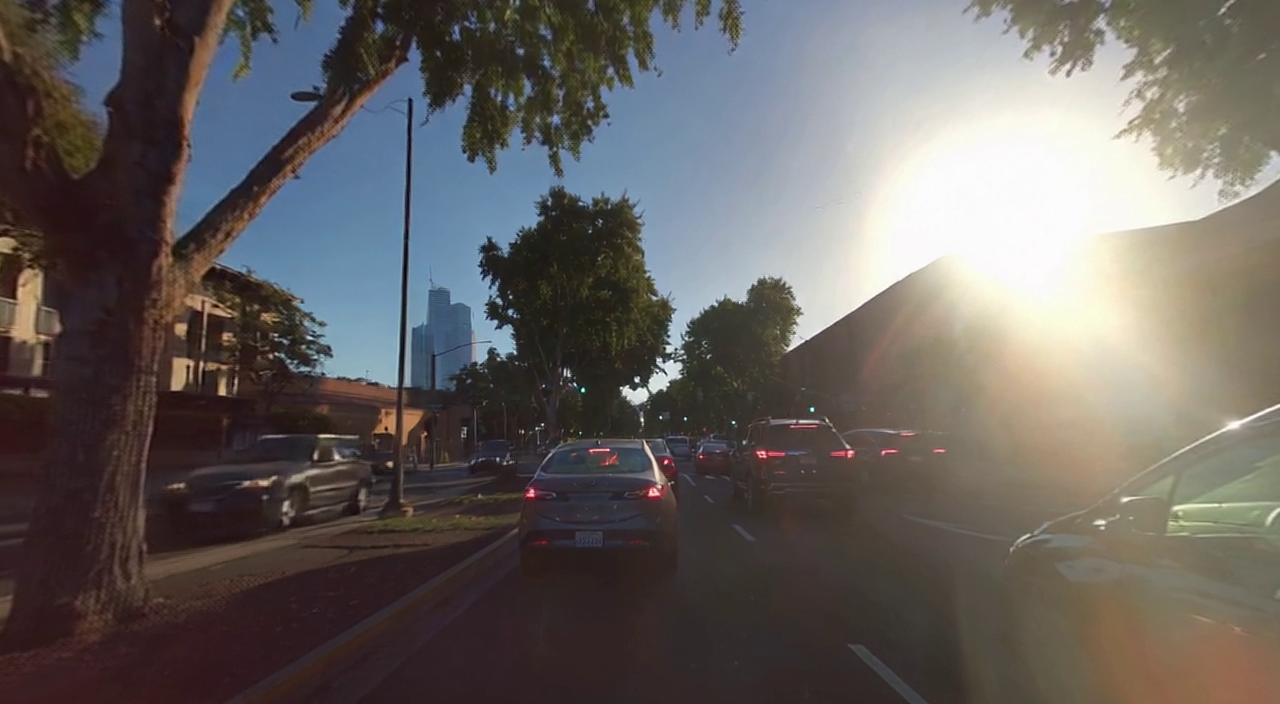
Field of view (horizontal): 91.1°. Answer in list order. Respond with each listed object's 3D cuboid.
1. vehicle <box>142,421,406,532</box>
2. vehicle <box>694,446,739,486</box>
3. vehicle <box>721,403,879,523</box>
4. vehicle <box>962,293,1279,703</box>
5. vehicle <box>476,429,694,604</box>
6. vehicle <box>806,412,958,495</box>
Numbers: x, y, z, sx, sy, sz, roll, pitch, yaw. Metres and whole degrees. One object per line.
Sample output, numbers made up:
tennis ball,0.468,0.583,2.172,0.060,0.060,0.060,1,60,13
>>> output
vehicle,-8.762,3.036,16.208,2.815,2.263,6.416,0,-8,1
vehicle,3.358,5.043,28.214,1.518,1.650,4.408,0,-8,1
vehicle,3.702,2.746,16.030,2.516,2.481,5.766,0,-8,0
vehicle,3.179,0.769,2.013,1.982,1.960,4.427,0,-8,1
vehicle,-0.508,1.902,8.178,2.111,1.676,4.018,0,-8,1
vehicle,7.314,3.163,19.813,2.627,2.252,5.236,0,-8,0
